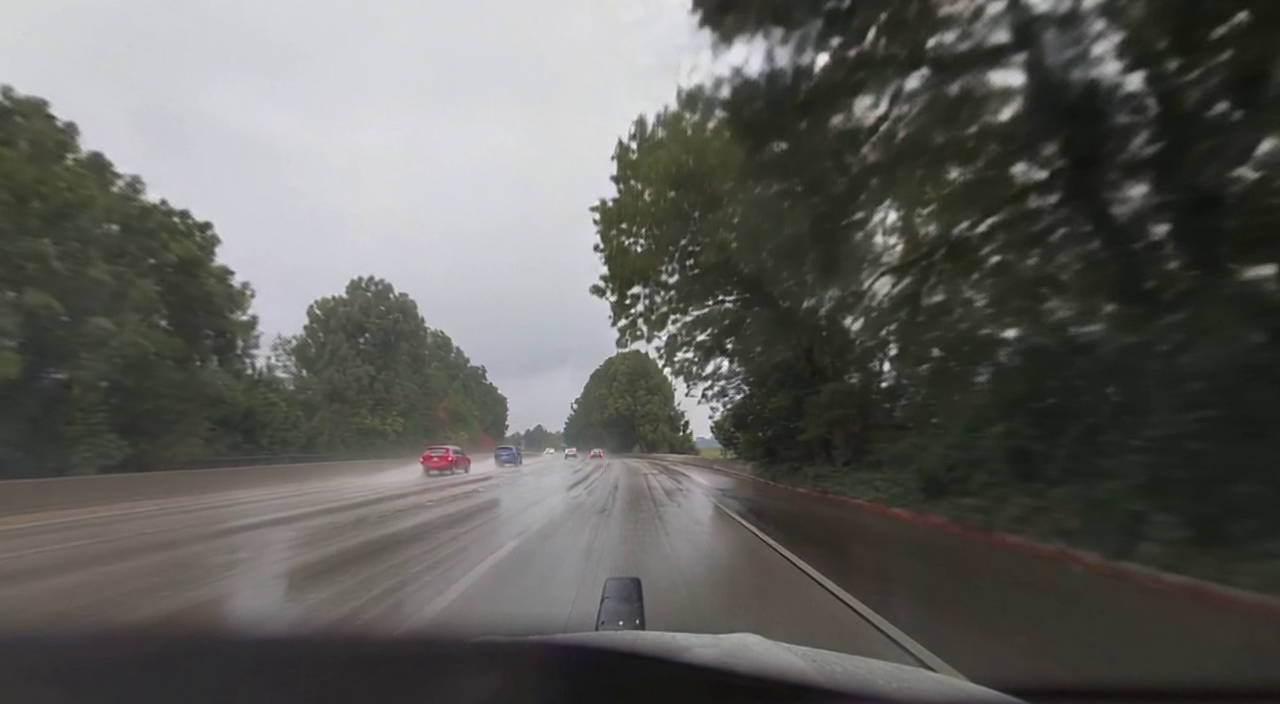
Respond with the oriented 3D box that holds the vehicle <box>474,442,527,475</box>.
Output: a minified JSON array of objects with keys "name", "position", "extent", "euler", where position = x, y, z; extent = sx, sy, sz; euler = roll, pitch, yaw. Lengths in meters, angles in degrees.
[{"name":"vehicle","position":[-7.689,5.921,35.146],"extent":[2.060,1.680,4.255],"euler":[0,-9,-1]}]

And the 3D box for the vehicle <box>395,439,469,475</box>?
[{"name":"vehicle","position":[-11.860,6.034,36.430],"extent":[2.425,1.926,5.584],"euler":[0,-9,-1]}]
